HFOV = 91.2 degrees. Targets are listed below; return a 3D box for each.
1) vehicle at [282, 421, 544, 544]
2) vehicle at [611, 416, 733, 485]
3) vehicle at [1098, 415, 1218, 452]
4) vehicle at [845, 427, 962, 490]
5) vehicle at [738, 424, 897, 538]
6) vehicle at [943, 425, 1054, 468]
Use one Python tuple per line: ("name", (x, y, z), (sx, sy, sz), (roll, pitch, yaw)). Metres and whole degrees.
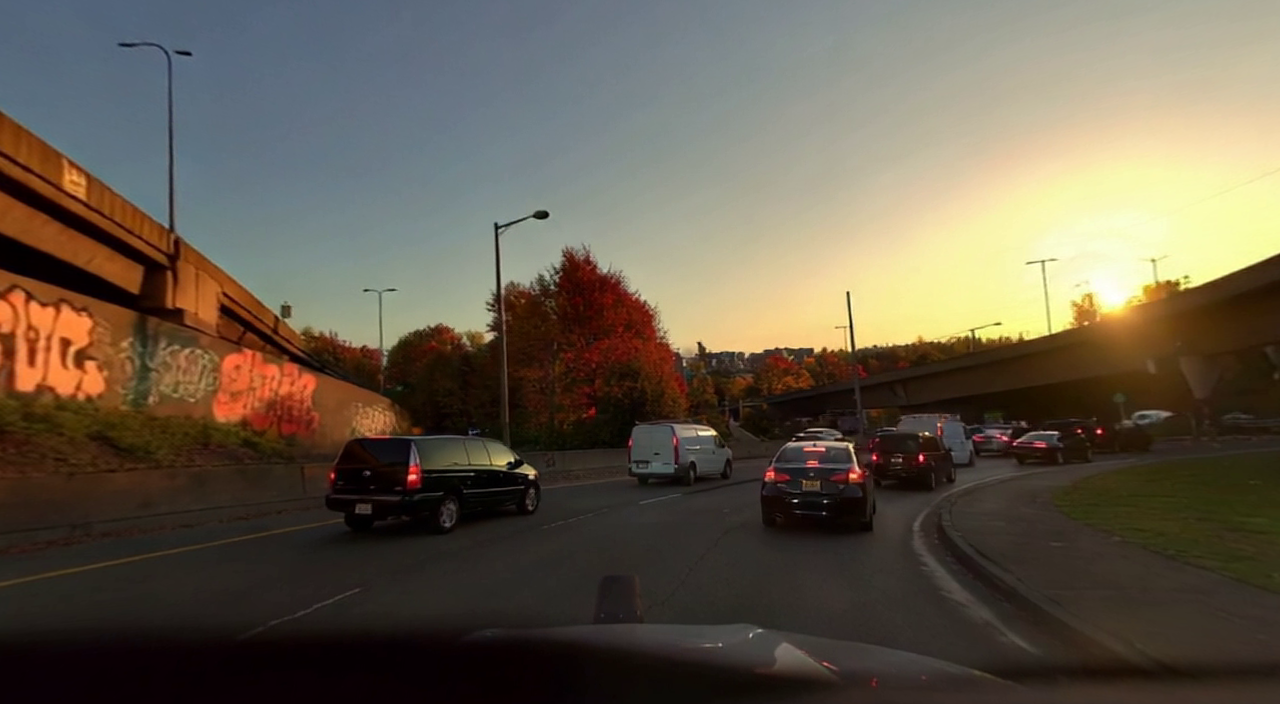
("vehicle", (-3.363, 2.023, 10.303), (1.921, 1.554, 4.081), (-3, -9, 17))
("vehicle", (1.067, 2.953, 18.867), (1.835, 1.825, 4.005), (-6, -11, 34))
("vehicle", (21.865, 3.468, 26.496), (3.934, 1.485, 1.763), (2, -9, -13))
("vehicle", (7.481, 2.955, 17.579), (1.830, 1.519, 4.253), (-7, -11, 38))
("vehicle", (3.160, 2.077, 10.628), (2.064, 1.515, 3.722), (-4, -10, 23))
("vehicle", (13.128, 3.463, 22.881), (3.902, 1.446, 1.780), (5, -11, -32))
